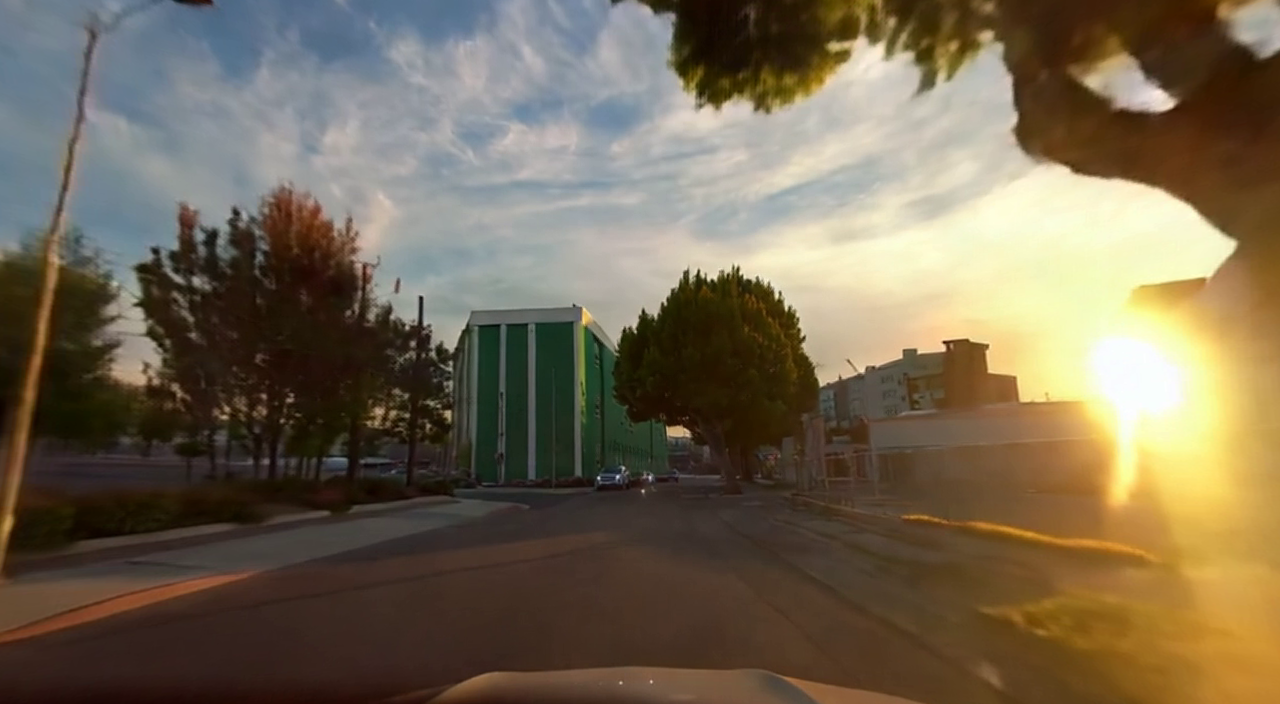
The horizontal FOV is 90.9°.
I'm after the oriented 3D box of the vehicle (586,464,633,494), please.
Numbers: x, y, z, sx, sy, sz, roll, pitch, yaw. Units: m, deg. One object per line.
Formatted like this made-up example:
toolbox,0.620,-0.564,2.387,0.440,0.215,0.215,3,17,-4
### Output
vehicle,-1.887,8.136,40.583,2.022,1.776,4.625,-3,-10,10
